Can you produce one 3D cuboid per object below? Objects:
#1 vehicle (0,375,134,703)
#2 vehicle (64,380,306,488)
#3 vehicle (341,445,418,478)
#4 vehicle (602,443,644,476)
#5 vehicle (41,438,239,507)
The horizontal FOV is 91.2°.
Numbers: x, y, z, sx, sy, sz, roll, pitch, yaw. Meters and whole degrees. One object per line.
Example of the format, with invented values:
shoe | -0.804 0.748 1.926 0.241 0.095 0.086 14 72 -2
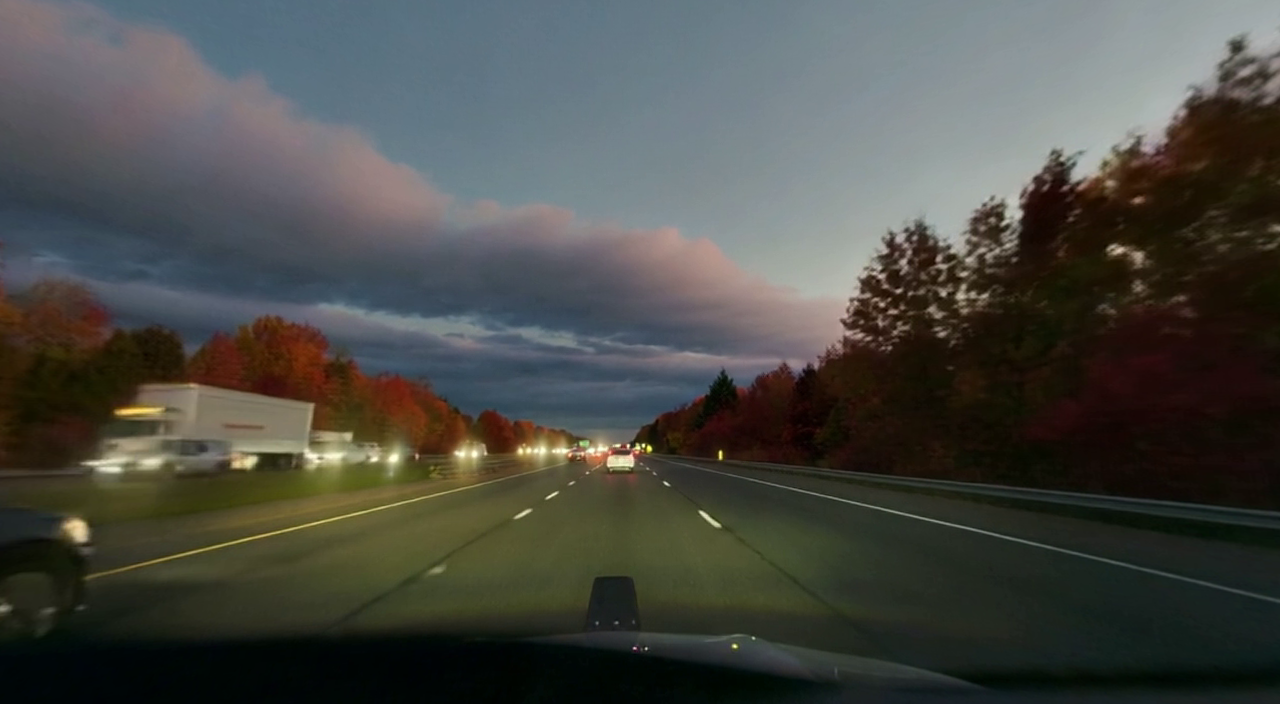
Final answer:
vehicle | -4.278 0.730 1.639 1.974 1.688 4.727 0 -9 -1
vehicle | -18.357 3.589 26.663 2.988 3.698 10.089 0 -9 -2
vehicle | -13.095 5.509 31.882 1.946 1.512 4.747 0 -9 -1
vehicle | -0.930 5.855 34.198 2.115 1.661 4.049 0 -9 -2
vehicle | -12.597 3.042 16.202 1.881 1.507 3.991 0 -9 -1
